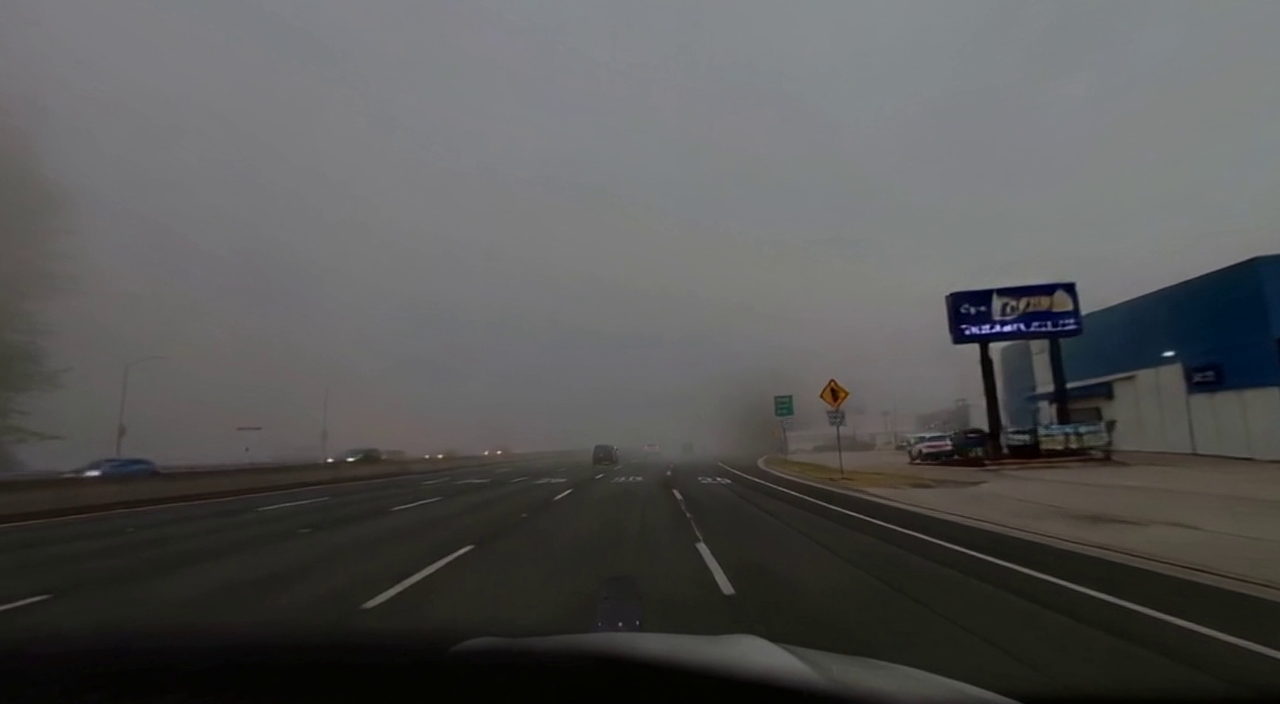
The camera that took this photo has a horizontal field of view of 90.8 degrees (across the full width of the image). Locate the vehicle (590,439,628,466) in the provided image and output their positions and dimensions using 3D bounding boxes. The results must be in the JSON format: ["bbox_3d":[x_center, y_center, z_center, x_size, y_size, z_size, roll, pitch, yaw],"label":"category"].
[{"bbox_3d":[-2.091,6.955,44.013,2.139,1.782,4.079,-1,-9,5],"label":"vehicle"}]

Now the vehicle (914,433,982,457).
[{"bbox_3d":[22.907,6.928,46.969,4.317,1.504,1.884,-7,-9,29],"label":"vehicle"}]

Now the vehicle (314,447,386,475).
[{"bbox_3d":[-17.882,6.705,39.200,1.972,1.610,4.607,-1,-9,4],"label":"vehicle"}]

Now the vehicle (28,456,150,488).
[{"bbox_3d":[-28.731,6.243,33.178,1.931,1.452,4.774,0,-9,3],"label":"vehicle"}]
